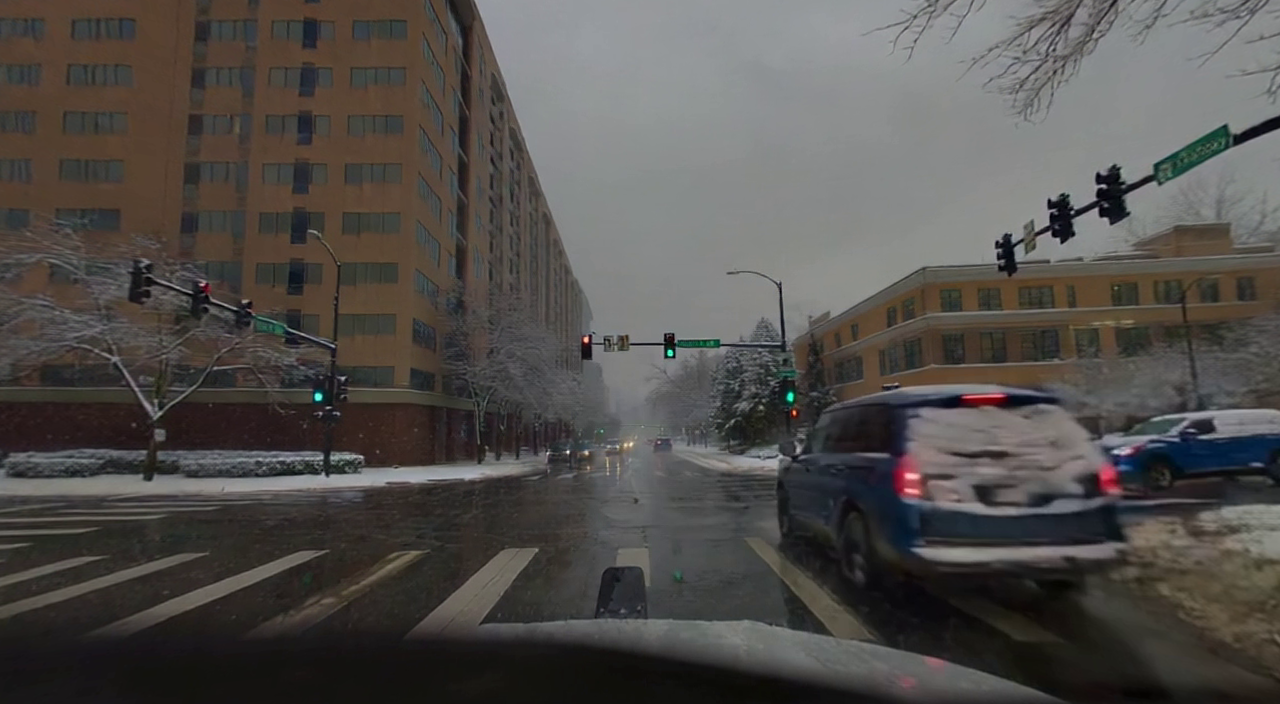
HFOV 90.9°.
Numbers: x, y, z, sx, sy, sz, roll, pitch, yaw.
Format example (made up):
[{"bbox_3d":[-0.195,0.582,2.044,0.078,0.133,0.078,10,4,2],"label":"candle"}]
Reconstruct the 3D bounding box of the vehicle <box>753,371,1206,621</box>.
[{"bbox_3d":[2.933,1.401,7.122,2.301,1.816,4.871,0,-8,-1],"label":"vehicle"}]
